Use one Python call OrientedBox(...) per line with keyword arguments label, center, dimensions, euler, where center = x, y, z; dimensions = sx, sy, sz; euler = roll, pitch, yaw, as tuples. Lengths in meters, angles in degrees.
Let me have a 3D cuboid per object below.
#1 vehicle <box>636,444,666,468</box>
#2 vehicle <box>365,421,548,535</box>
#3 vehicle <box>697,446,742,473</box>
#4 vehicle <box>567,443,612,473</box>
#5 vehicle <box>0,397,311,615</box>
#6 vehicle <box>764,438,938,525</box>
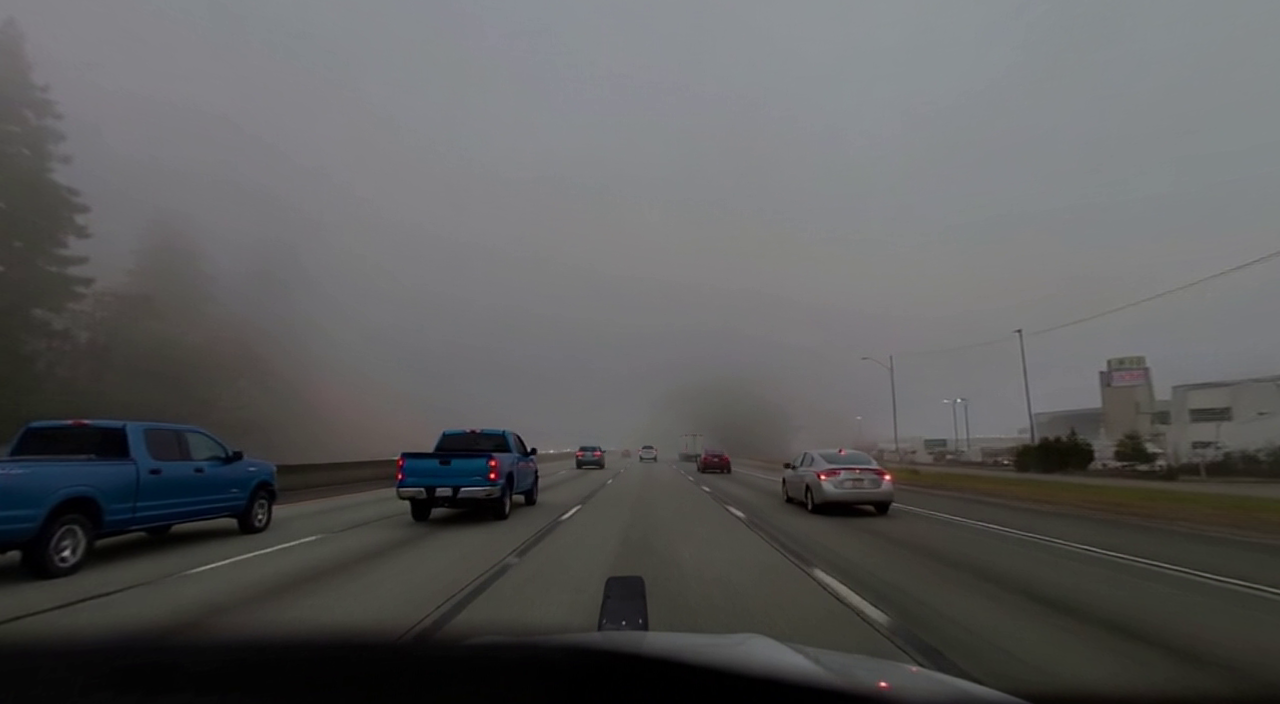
OrientedBox(label="vehicle", center=(0.794, 7.583, 46.159), dimensions=(2.080, 1.682, 4.150), euler=(0, -8, 0))
OrientedBox(label="vehicle", center=(-3.253, 2.338, 12.348), dimensions=(2.146, 1.775, 4.553), euler=(0, -8, 1))
OrientedBox(label="vehicle", center=(4.642, 6.355, 37.470), dimensions=(2.072, 1.456, 4.537), euler=(0, -8, 0))
OrientedBox(label="vehicle", center=(-3.005, 6.415, 38.571), dimensions=(2.209, 1.714, 4.576), euler=(0, -8, 2))
OrientedBox(label="vehicle", center=(-6.560, 1.620, 7.523), dimensions=(2.428, 1.812, 5.131), euler=(0, -8, 1))
OrientedBox(label="vehicle", center=(4.164, 2.614, 13.403), dimensions=(2.111, 1.498, 4.466), euler=(0, -8, 0))
